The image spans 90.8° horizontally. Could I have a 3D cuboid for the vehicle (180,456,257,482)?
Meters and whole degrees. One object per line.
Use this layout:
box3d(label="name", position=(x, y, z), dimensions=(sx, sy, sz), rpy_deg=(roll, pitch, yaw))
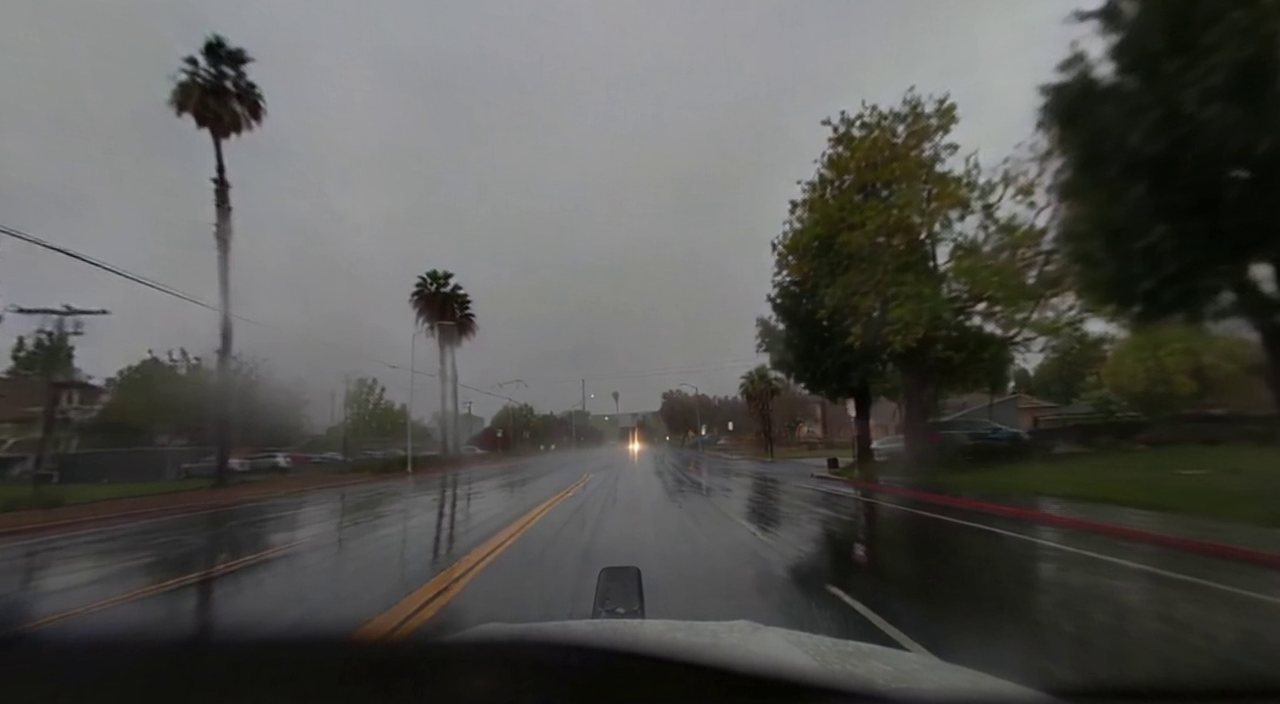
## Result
box3d(label="vehicle", position=(-25.979, 7.156, 38.898), dimensions=(4.452, 1.466, 1.910), rpy_deg=(-4, -10, 27))

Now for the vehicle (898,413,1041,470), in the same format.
box3d(label="vehicle", position=(12.820, 3.507, 24.615), dimensions=(4.963, 2.031, 2.132), rpy_deg=(4, -9, -23))

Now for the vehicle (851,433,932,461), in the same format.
box3d(label="vehicle", position=(16.330, 6.204, 41.220), dimensions=(4.296, 1.701, 2.255), rpy_deg=(0, -8, -1))

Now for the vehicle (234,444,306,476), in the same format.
box3d(label="vehicle", position=(-26.252, 7.618, 44.799), dimensions=(4.714, 1.999, 2.272), rpy_deg=(-4, -8, 31))
